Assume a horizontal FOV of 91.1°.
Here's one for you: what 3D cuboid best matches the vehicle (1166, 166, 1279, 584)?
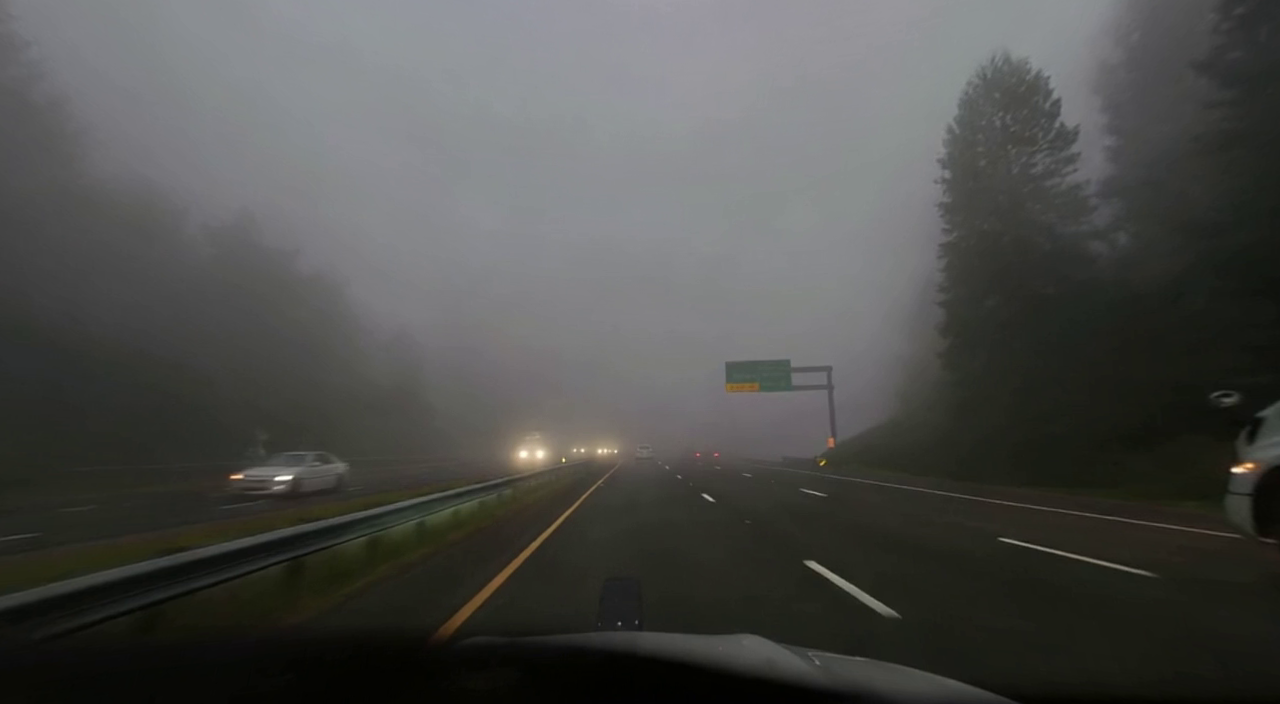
[{"bbox_3d":[7.736,0.051,5.050,3.060,3.998,4.113,0,-9,0],"label":"vehicle"}]

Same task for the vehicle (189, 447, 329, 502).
[{"bbox_3d":[-11.932,3.825,20.066,1.872,1.511,4.144,-1,-9,0],"label":"vehicle"}]

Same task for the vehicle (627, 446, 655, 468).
[{"bbox_3d":[0.093,7.965,47.926,2.024,1.579,3.707,-1,-9,0],"label":"vehicle"}]
